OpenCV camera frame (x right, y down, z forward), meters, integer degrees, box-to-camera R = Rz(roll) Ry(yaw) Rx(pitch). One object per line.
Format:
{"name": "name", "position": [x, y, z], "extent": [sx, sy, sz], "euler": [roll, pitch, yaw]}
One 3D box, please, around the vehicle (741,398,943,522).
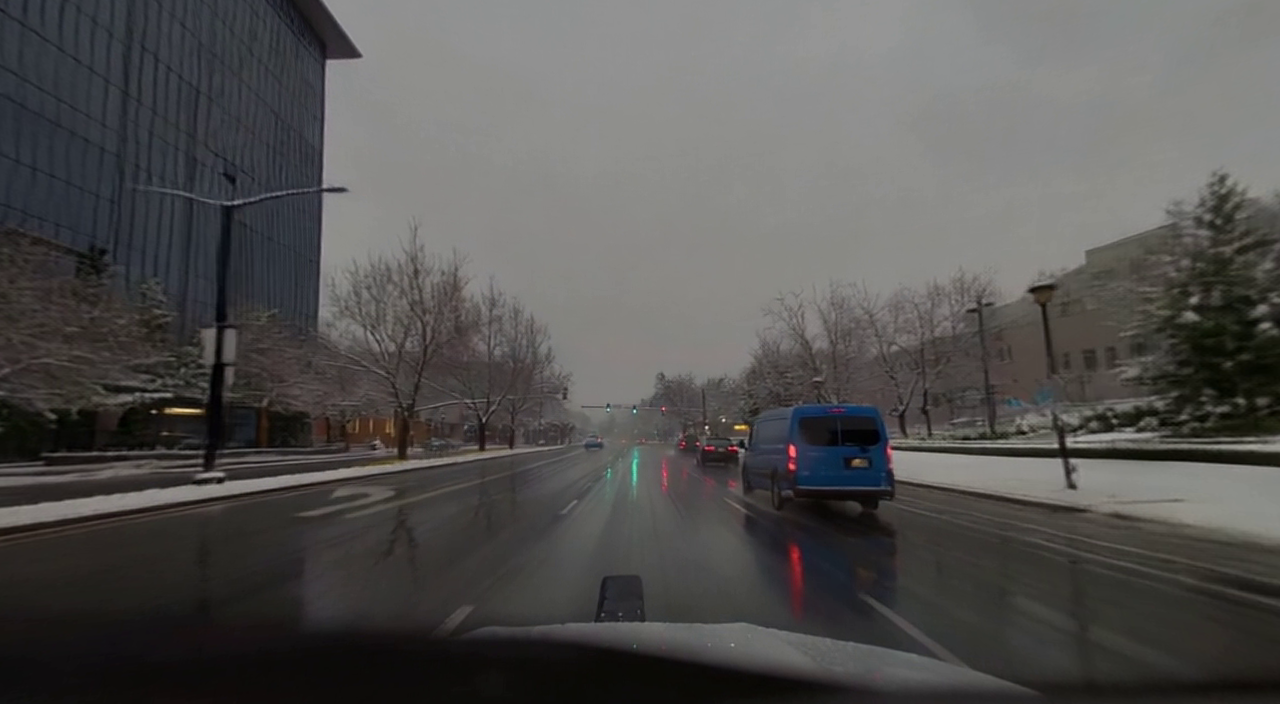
{"name": "vehicle", "position": [3.556, 2.053, 12.400], "extent": [2.200, 1.914, 5.145], "euler": [0, -8, -1]}

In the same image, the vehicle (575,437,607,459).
{"name": "vehicle", "position": [-3.432, 6.832, 45.001], "extent": [1.864, 1.464, 4.195], "euler": [0, -8, 1]}

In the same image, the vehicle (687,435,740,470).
{"name": "vehicle", "position": [3.366, 4.682, 29.465], "extent": [1.867, 1.493, 4.190], "euler": [0, -8, -1]}
